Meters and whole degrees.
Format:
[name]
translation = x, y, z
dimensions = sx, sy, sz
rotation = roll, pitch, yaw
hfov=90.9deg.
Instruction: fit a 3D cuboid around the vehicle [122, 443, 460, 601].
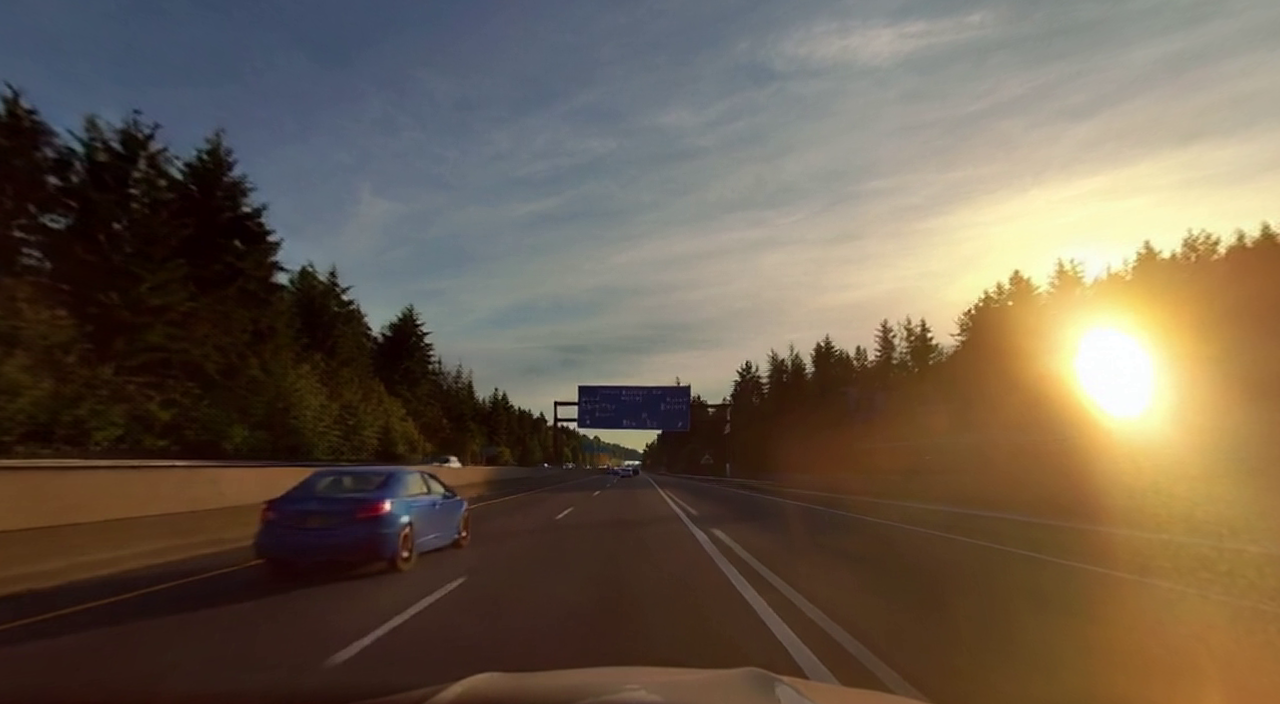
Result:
[vehicle]
translation = -3.938, 2.006, 8.132
dimensions = 2.006, 1.469, 4.050
rotation = 1, -10, 0
